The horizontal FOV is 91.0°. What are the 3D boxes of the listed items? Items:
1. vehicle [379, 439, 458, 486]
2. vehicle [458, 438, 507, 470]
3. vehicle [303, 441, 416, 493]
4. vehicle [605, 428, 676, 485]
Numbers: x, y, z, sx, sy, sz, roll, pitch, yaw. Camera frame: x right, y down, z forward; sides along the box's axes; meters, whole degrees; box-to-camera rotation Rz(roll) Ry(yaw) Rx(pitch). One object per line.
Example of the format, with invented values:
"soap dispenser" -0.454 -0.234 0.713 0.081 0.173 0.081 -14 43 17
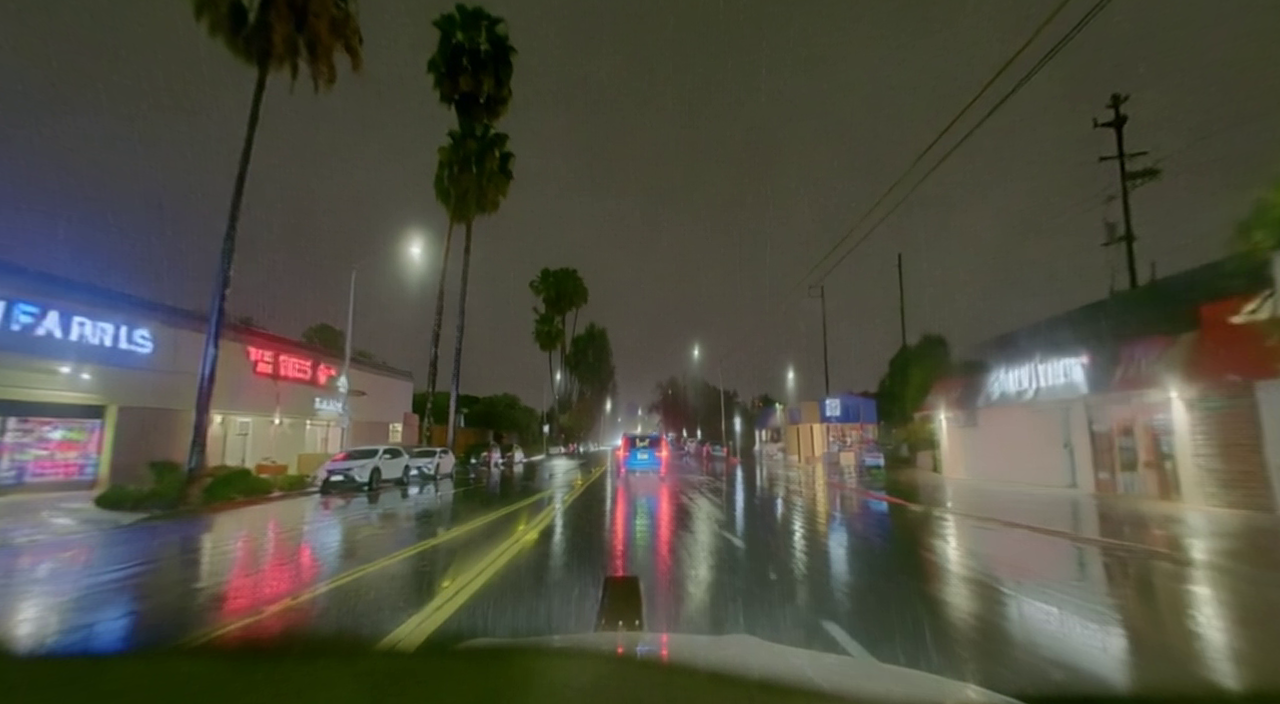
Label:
"vehicle" -10.165 5.043 29.340 1.992 1.744 4.896 -2 -6 0
"vehicle" -10.085 6.537 40.595 1.958 1.937 4.114 -1 -8 2
"vehicle" -10.166 4.180 23.296 2.075 1.693 4.696 0 -8 -1
"vehicle" -0.061 3.696 22.506 2.264 1.798 4.563 0 -8 -2
